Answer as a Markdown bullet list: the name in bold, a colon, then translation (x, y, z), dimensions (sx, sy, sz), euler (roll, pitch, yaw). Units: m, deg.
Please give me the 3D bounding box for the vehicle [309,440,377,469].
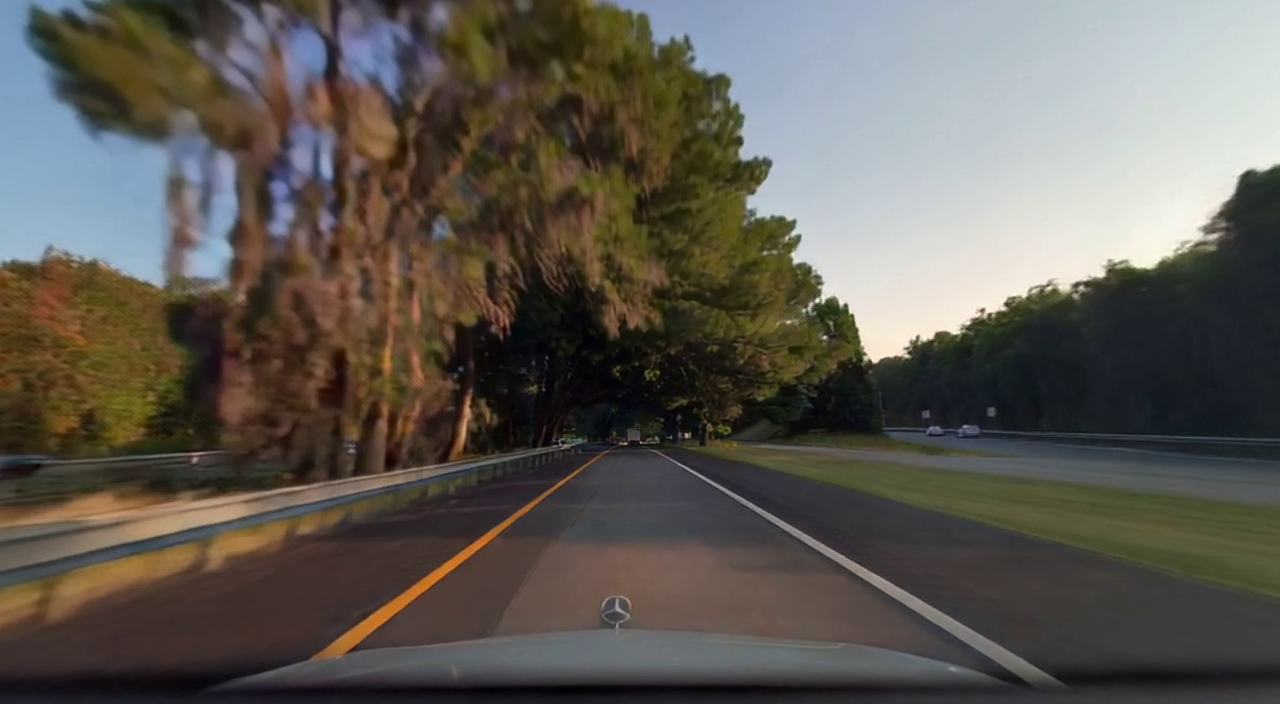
- **vehicle**: translation (-16.816, 5.800, 35.930), dimensions (1.823, 1.495, 4.315), euler (0, -8, -1)
